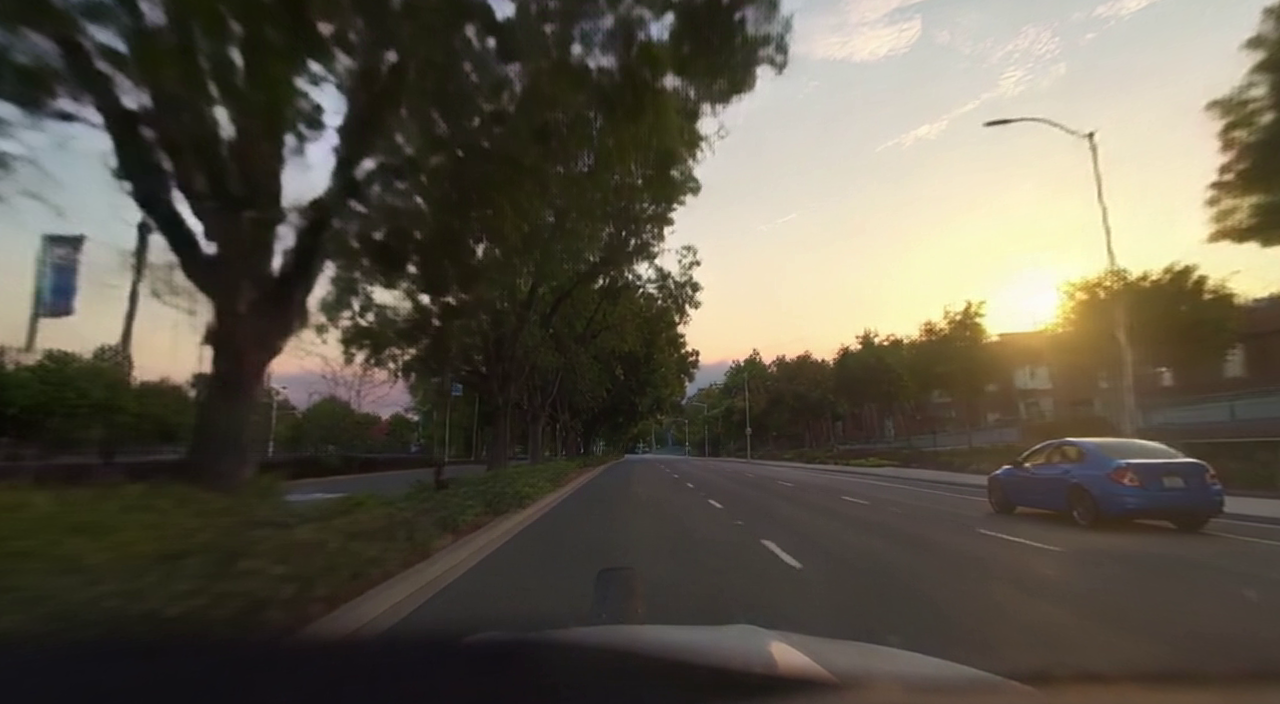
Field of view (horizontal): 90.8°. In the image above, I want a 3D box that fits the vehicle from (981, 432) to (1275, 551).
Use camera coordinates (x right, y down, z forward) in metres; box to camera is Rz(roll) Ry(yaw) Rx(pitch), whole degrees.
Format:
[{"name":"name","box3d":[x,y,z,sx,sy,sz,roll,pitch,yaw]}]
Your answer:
[{"name":"vehicle","box3d":[7.257,2.058,9.928,1.797,1.518,3.433,0,-8,-1]}]
